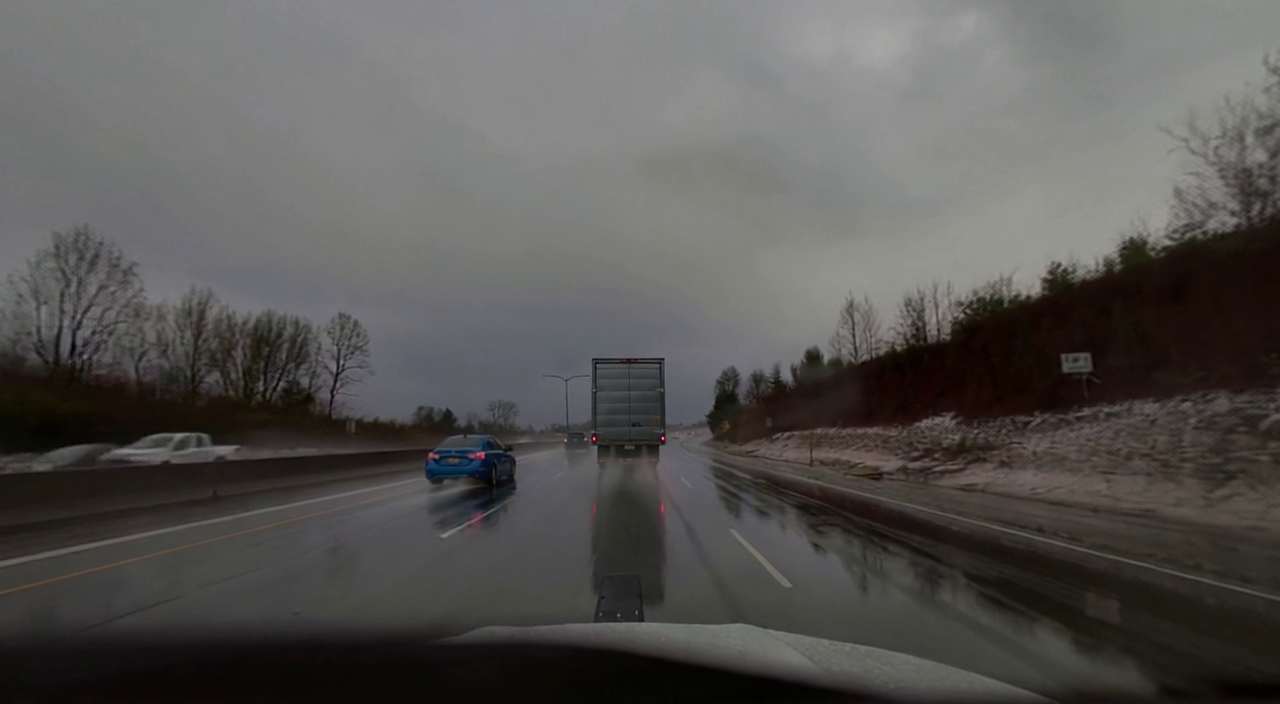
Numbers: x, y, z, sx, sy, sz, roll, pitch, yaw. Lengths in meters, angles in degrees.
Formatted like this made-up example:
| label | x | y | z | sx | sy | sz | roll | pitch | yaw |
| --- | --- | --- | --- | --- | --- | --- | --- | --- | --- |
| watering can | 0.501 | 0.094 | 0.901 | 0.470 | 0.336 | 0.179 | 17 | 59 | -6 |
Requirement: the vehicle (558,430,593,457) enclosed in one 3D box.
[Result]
| label | x | y | z | sx | sy | sz | roll | pitch | yaw |
| --- | --- | --- | --- | --- | --- | --- | --- | --- | --- |
| vehicle | -4.542 | 6.505 | 44.896 | 2.019 | 1.834 | 4.644 | 0 | -8 | 0 |

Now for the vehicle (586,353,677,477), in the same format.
| label | x | y | z | sx | sy | sz | roll | pitch | yaw |
| --- | --- | --- | --- | --- | --- | --- | --- | --- | --- |
| vehicle | -0.384 | 2.723 | 25.614 | 2.953 | 4.041 | 10.072 | 0 | -8 | -1 |

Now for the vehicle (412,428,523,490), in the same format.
| label | x | y | z | sx | sy | sz | roll | pitch | yaw |
| --- | --- | --- | --- | --- | --- | --- | --- | --- | --- |
| vehicle | -4.772 | 3.007 | 18.122 | 1.931 | 1.539 | 4.441 | 0 | -8 | 0 |

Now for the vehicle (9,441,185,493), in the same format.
| label | x | y | z | sx | sy | sz | roll | pitch | yaw |
| --- | --- | --- | --- | --- | --- | --- | --- | --- | --- |
| vehicle | -18.068 | 3.797 | 21.301 | 1.883 | 1.499 | 4.621 | 0 | -8 | 0 |
